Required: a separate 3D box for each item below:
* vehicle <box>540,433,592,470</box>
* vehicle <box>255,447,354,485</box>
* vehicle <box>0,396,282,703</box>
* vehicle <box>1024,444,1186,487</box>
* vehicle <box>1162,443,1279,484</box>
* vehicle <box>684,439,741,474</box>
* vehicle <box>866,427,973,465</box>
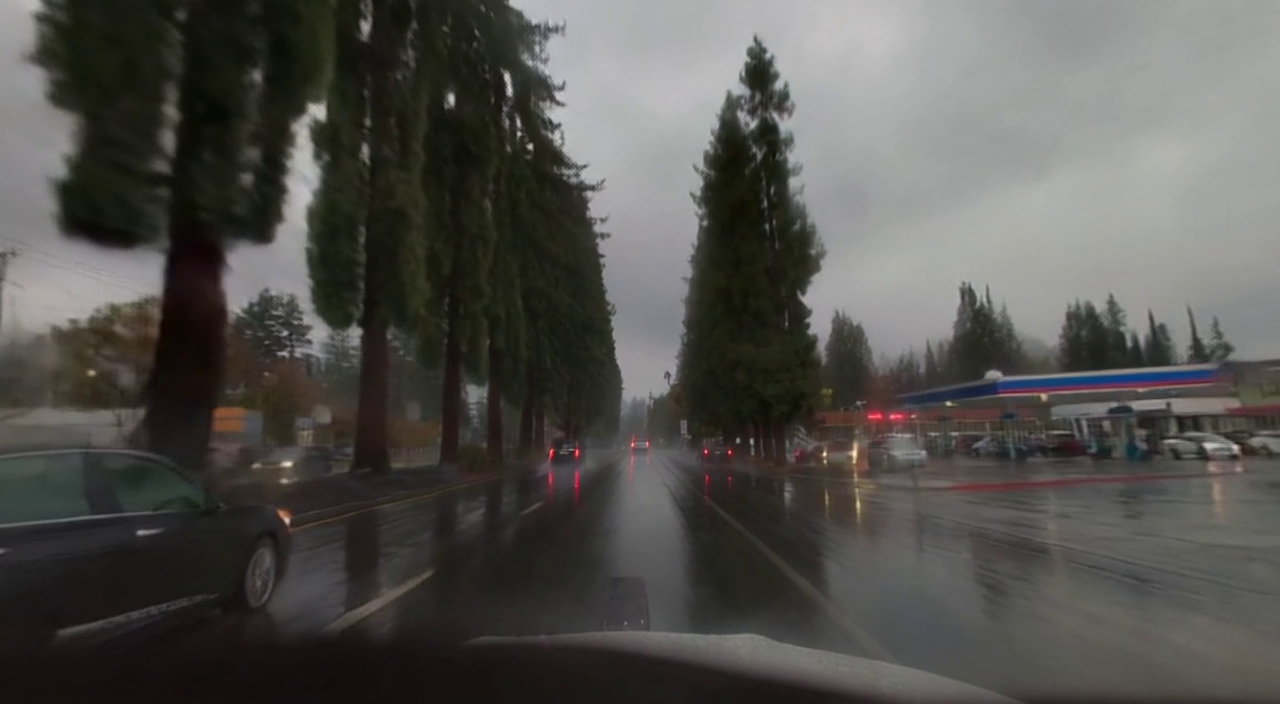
[{"bbox_3d":[-3.623,4.977,31.688,2.051,1.747,4.370,0,-8,1],"label":"vehicle"},{"bbox_3d":[-14.705,4.980,27.947,1.977,1.491,4.496,0,-8,-1],"label":"vehicle"},{"bbox_3d":[-4.004,0.933,2.644,1.988,1.530,5.155,0,-8,0],"label":"vehicle"},{"bbox_3d":[16.765,4.069,22.816,4.717,1.461,1.874,2,-9,-10],"label":"vehicle"},{"bbox_3d":[22.409,4.141,23.557,4.344,1.433,1.784,1,-8,-5],"label":"vehicle"},{"bbox_3d":[3.254,4.767,29.090,2.010,1.486,4.498,0,-8,-1],"label":"vehicle"},{"bbox_3d":[14.050,4.758,32.040,2.097,1.779,4.720,4,-9,-24],"label":"vehicle"}]
